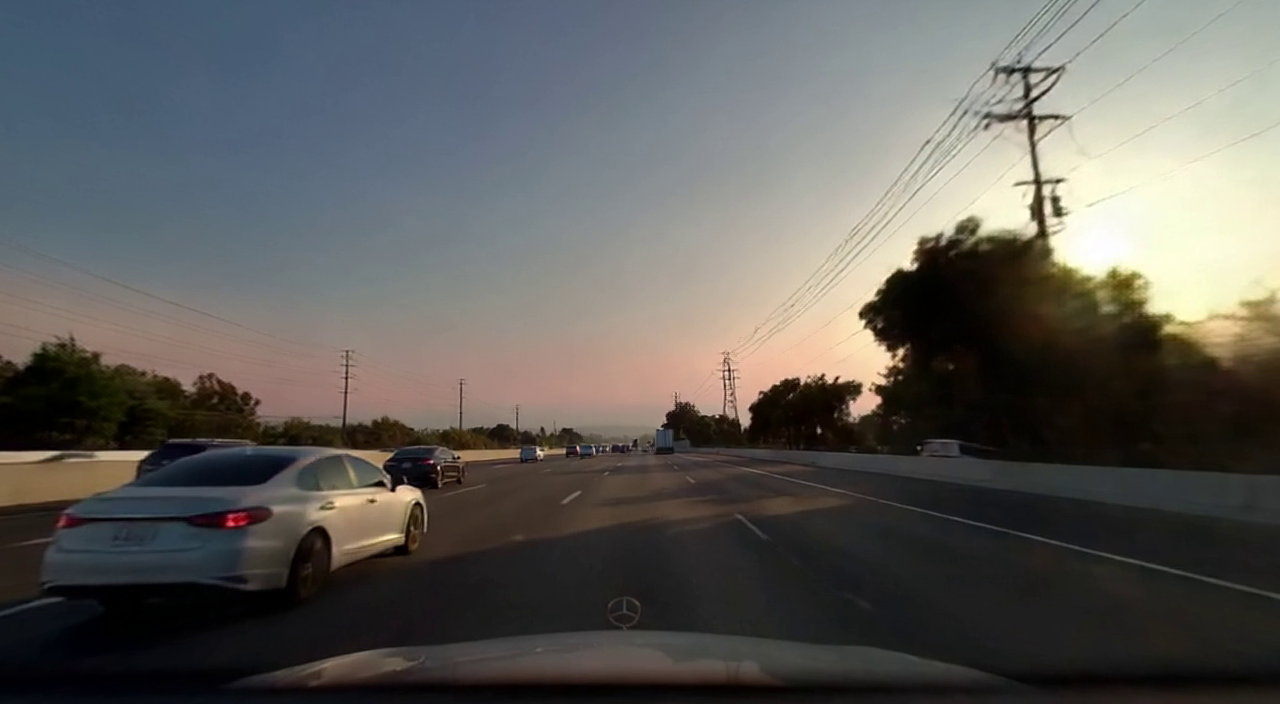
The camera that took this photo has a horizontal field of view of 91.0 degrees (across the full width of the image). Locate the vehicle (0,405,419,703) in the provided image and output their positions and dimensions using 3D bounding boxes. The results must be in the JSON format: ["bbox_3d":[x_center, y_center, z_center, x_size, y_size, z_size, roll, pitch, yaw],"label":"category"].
[{"bbox_3d":[-3.616,1.312,4.704,2.045,1.532,4.954,0,-9,1],"label":"vehicle"}]

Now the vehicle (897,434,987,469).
[{"bbox_3d":[18.214,6.035,38.439,2.272,1.938,5.988,0,-9,-3],"label":"vehicle"}]
